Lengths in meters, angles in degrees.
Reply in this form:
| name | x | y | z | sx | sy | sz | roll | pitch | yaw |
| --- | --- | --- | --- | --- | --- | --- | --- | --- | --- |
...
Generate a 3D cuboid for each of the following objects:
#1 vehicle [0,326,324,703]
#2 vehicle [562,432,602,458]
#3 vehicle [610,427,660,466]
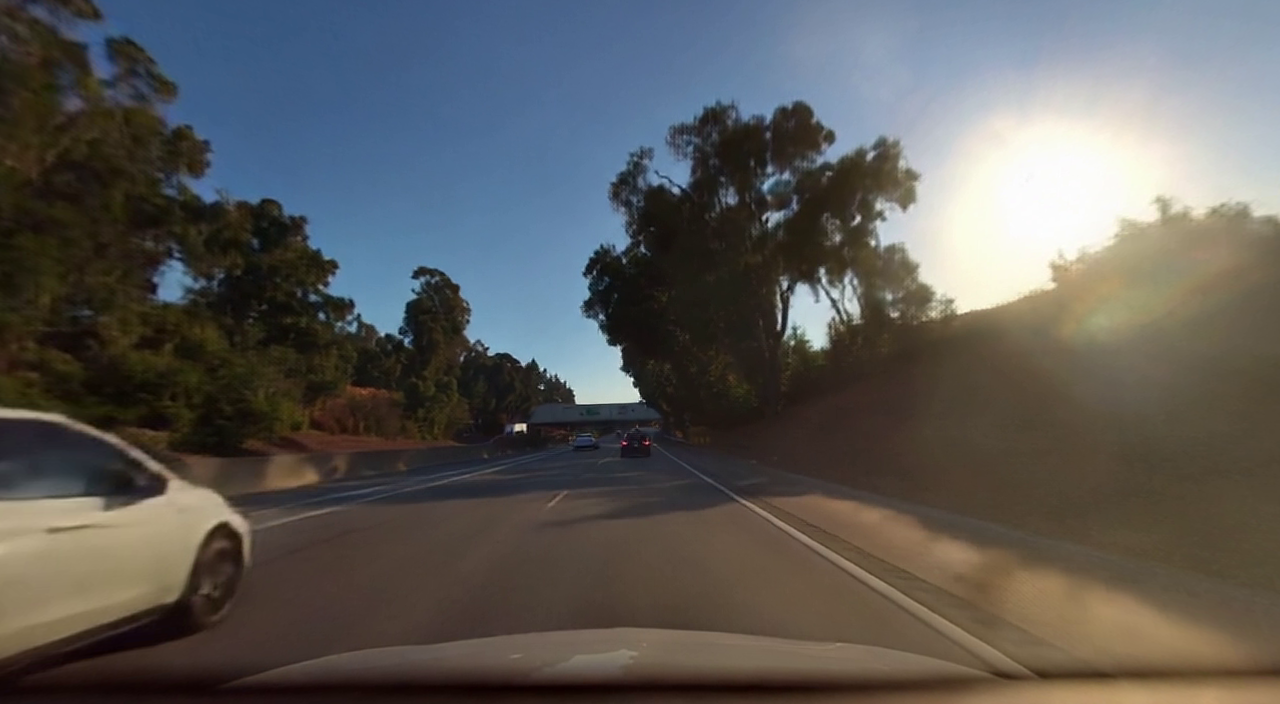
| name | x | y | z | sx | sy | sz | roll | pitch | yaw |
| --- | --- | --- | --- | --- | --- | --- | --- | --- | --- |
| vehicle | -3.813 | 0.806 | 2.901 | 2.251 | 1.749 | 4.820 | 0 | -8 | -1 |
| vehicle | -3.560 | 5.794 | 39.438 | 2.030 | 1.491 | 4.046 | 0 | -8 | 1 |
| vehicle | -0.209 | 4.334 | 29.180 | 2.134 | 1.654 | 4.174 | 0 | -8 | 0 |
